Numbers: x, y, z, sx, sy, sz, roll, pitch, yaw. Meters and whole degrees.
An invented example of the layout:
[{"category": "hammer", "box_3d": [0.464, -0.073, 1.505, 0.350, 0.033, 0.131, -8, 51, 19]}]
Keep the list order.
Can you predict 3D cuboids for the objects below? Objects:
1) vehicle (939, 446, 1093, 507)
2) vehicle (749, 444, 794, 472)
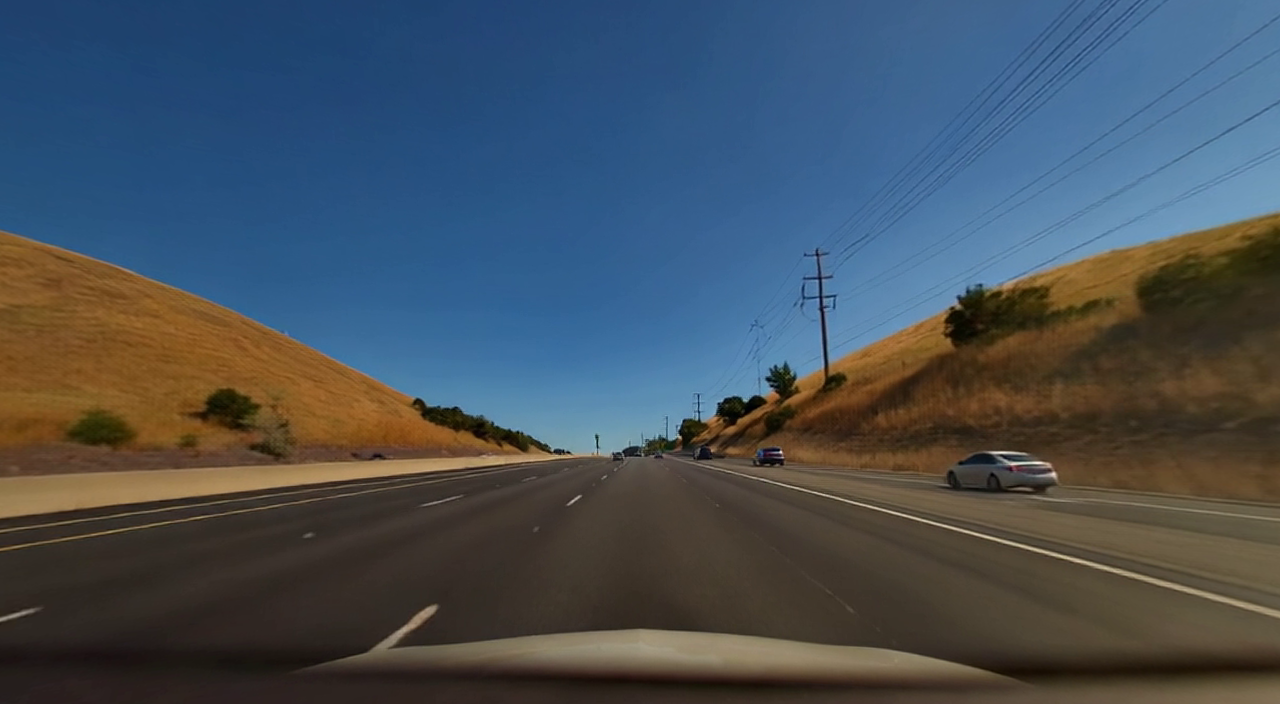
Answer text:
[{"category": "vehicle", "box_3d": [10.223, 3.373, 17.514, 1.884, 1.486, 3.770, 0, -8, -1]}, {"category": "vehicle", "box_3d": [9.135, 7.373, 44.072, 2.108, 1.870, 4.435, 0, -8, -1]}]
